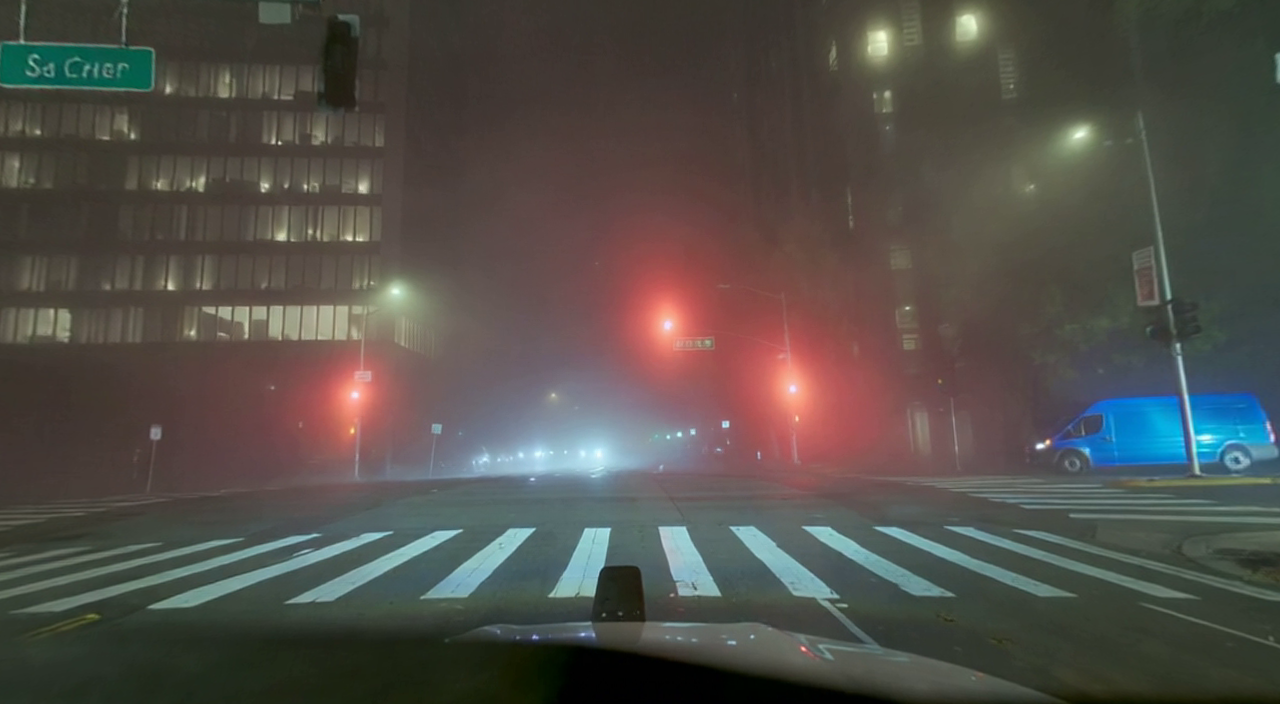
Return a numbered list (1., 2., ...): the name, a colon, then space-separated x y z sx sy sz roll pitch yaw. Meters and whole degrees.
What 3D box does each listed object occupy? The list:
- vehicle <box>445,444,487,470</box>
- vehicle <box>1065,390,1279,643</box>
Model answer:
1. vehicle: -12.450 7.505 45.379 1.935 1.639 4.244 -3 -8 -2
2. vehicle: 5.657 1.138 4.262 2.070 1.804 4.881 0 -8 -1
